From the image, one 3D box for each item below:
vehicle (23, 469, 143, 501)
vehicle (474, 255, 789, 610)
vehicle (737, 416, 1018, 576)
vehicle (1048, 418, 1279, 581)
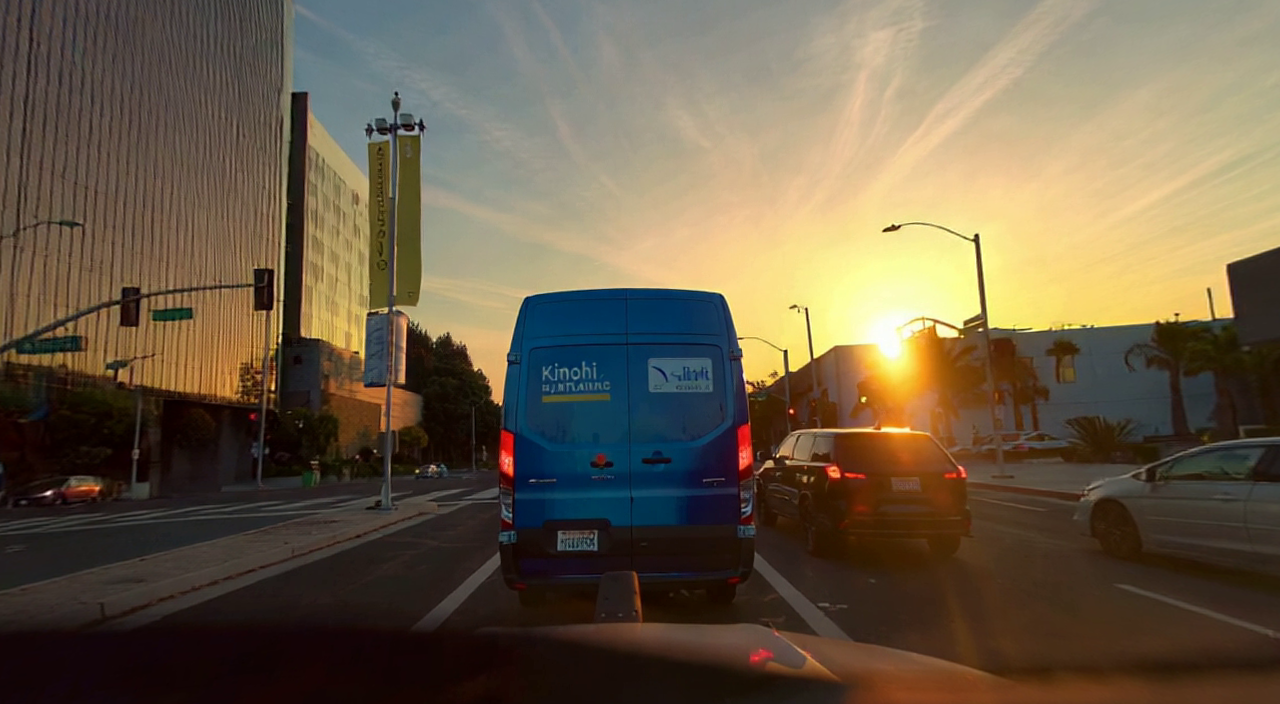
[{"bbox_3d":[-31.099,7.433,35.396,4.806,1.652,1.869,0,-8,-2],"label":"vehicle"},{"bbox_3d":[-0.037,1.174,9.088,2.613,3.035,7.342,0,-8,1],"label":"vehicle"},{"bbox_3d":[2.882,1.864,9.041,2.183,1.676,4.506,0,-8,-1],"label":"vehicle"},{"bbox_3d":[7.525,1.589,7.006,1.963,1.669,4.678,3,-9,-20],"label":"vehicle"}]
